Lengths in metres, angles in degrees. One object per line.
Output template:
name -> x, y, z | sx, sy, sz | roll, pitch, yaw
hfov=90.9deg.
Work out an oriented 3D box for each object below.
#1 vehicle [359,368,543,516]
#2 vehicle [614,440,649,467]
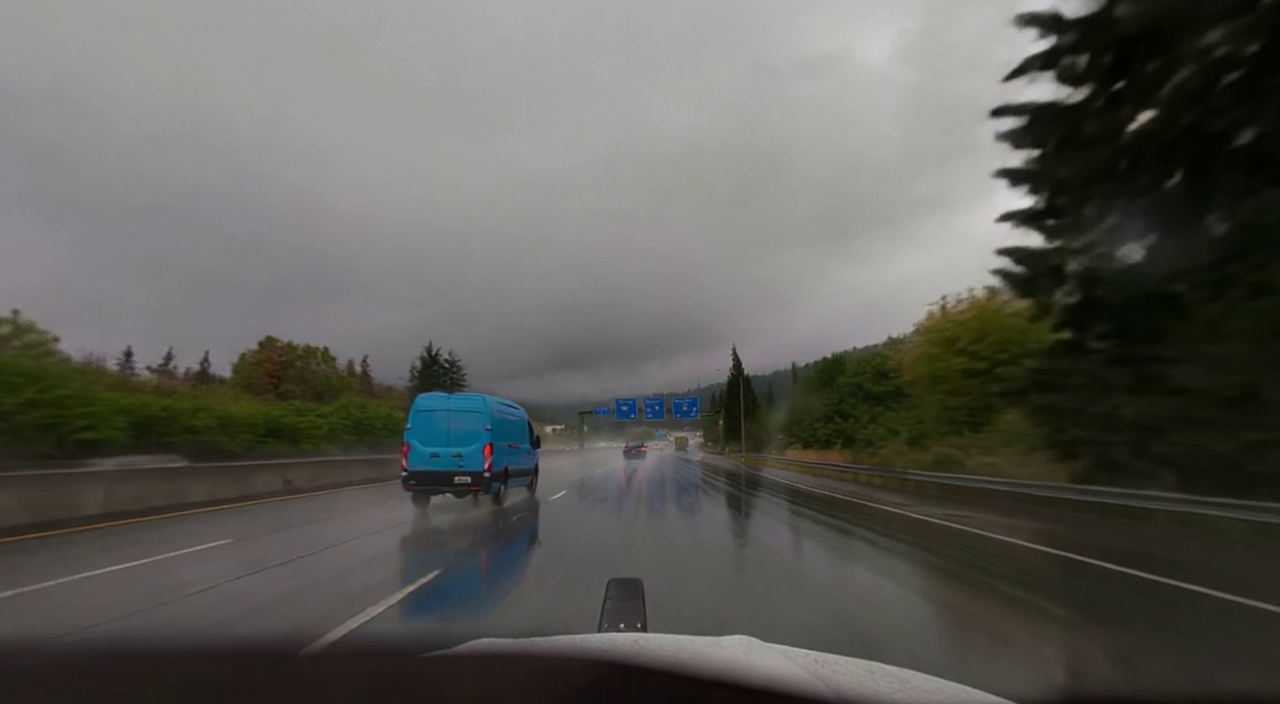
vehicle -> -3.942, 2.100, 14.695 | 2.382, 2.736, 5.982 | 0, -9, 0
vehicle -> -0.532, 6.671, 41.371 | 2.183, 1.662, 3.968 | 0, -9, 0
